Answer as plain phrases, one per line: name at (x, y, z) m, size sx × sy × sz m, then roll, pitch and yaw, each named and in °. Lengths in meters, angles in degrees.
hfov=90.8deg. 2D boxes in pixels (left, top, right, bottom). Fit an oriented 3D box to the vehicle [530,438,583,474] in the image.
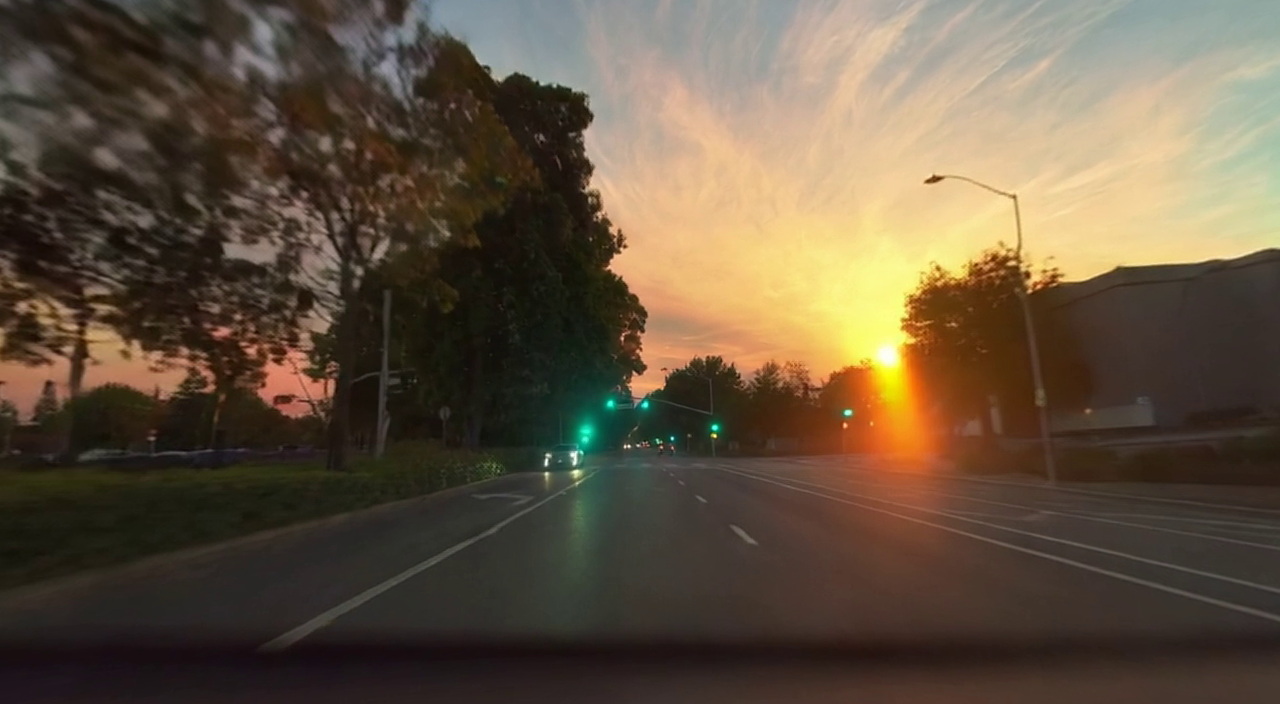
vehicle at (-4.288, 5.425, 33.190) m, size 2.156 × 1.722 × 4.484 m, roll -1°, pitch -8°, yaw 1°
